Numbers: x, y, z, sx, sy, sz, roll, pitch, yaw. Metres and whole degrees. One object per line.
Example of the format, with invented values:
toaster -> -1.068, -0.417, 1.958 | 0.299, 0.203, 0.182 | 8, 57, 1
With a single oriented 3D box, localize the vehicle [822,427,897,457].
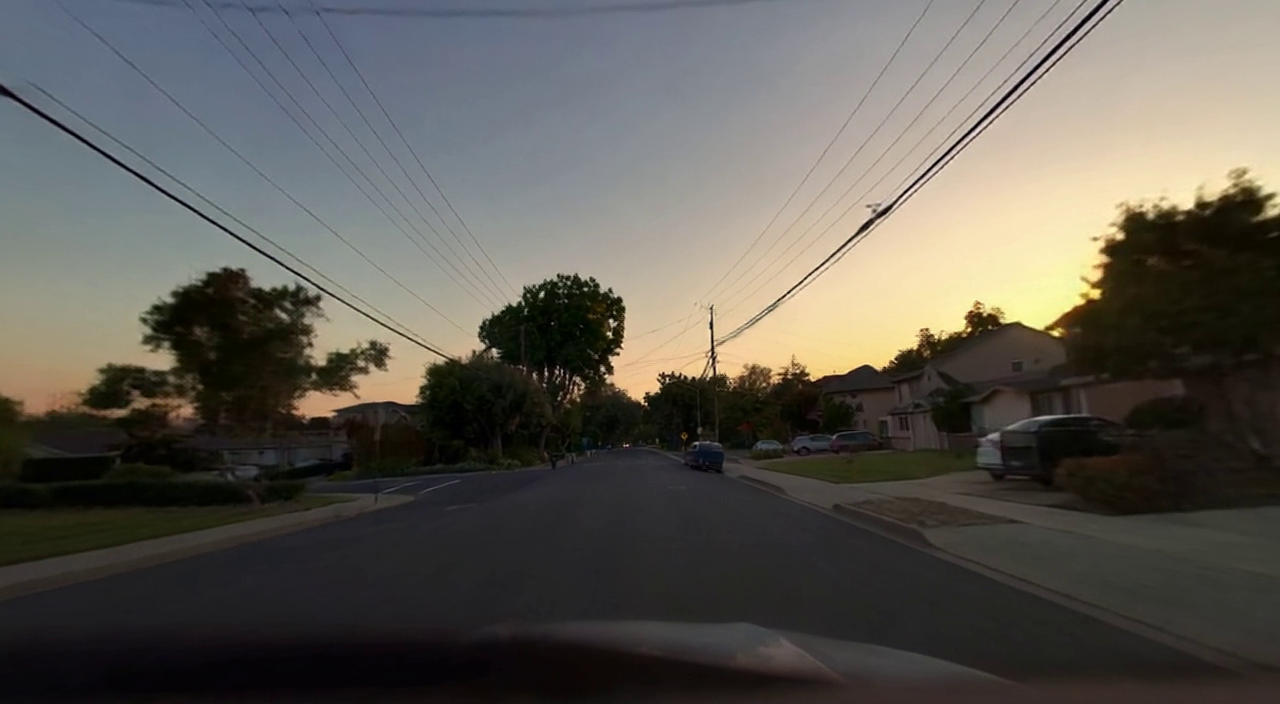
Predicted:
vehicle -> 15.044, 6.162, 43.421 | 4.283, 1.660, 2.035 | -4, -6, -1

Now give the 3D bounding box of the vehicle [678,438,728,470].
vehicle -> 3.526, 5.804, 36.202 | 2.134, 1.720, 4.515 | 0, -8, -3

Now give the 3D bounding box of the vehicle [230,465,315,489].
vehicle -> -24.133, 8.220, 41.552 | 4.479, 1.475, 1.842 | -1, -8, 2

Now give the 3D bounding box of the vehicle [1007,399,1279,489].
vehicle -> 10.991, 2.036, 13.967 | 4.382, 1.794, 2.100 | -1, -8, 3
